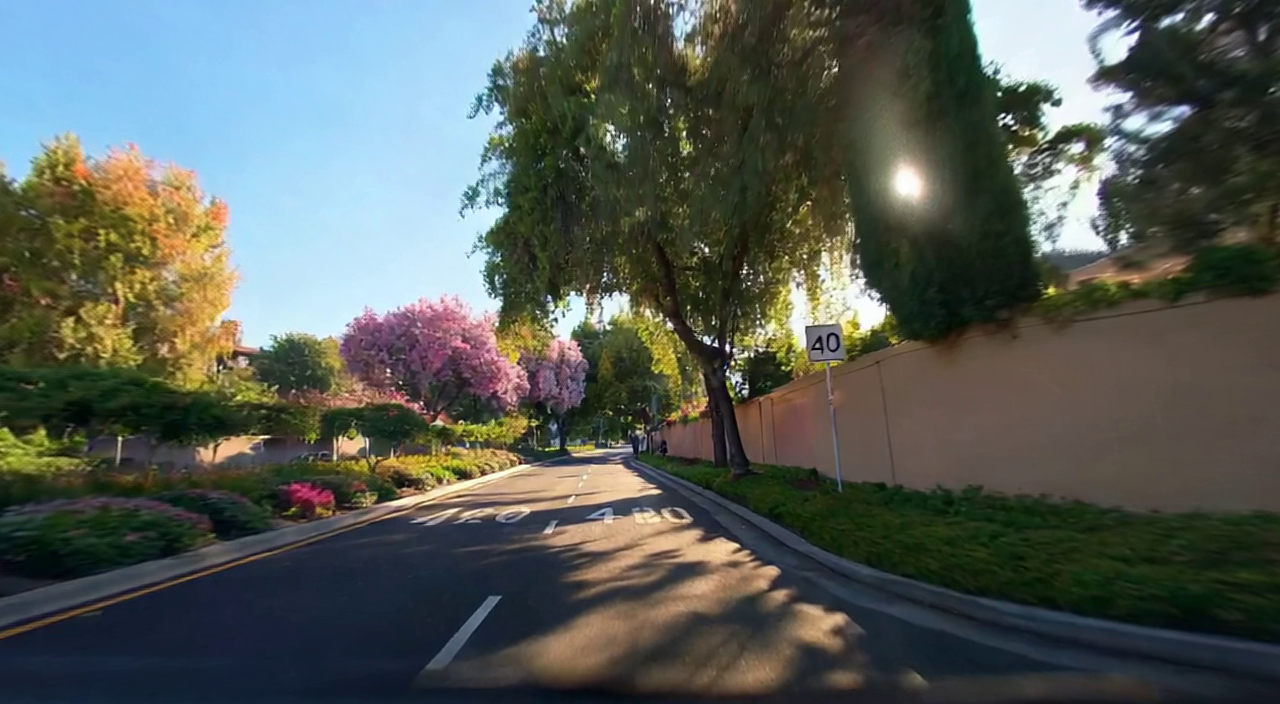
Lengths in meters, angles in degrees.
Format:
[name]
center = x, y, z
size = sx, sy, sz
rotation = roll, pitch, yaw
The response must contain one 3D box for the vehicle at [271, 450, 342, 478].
[vehicle]
center = -18.191, 6.089, 34.652
size = 1.827, 1.404, 4.141
rotation = 0, -8, -3
